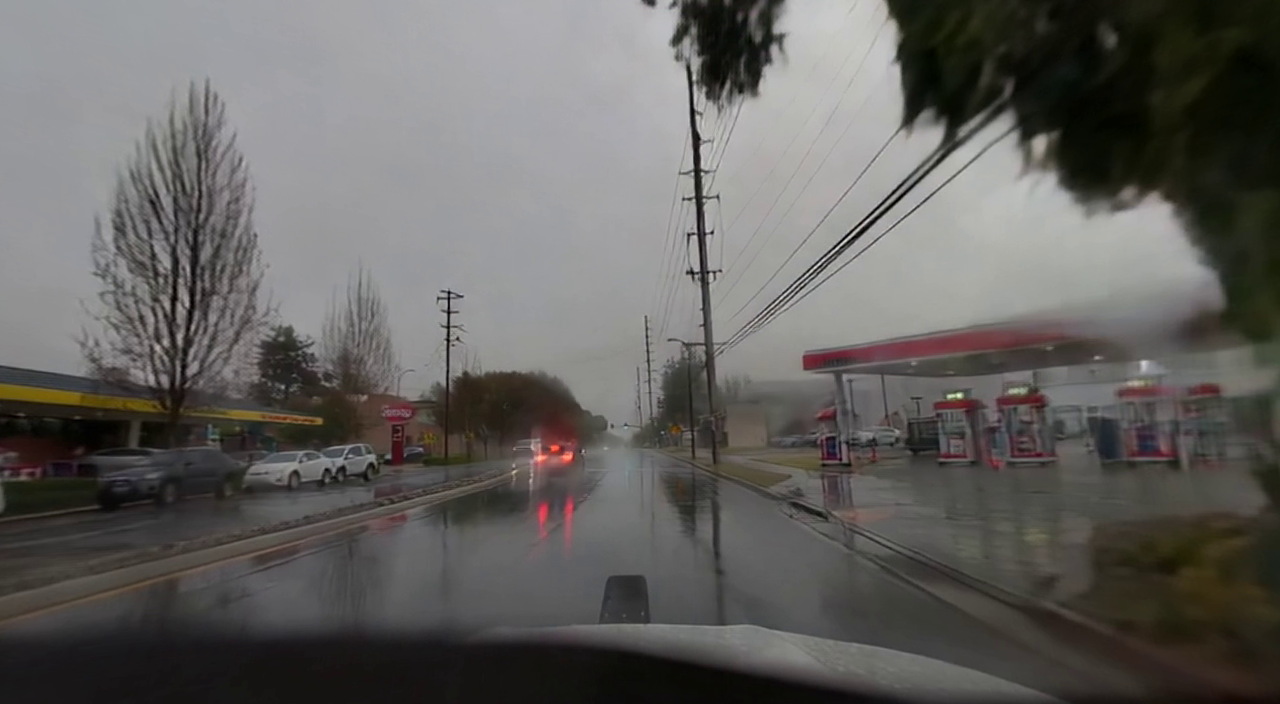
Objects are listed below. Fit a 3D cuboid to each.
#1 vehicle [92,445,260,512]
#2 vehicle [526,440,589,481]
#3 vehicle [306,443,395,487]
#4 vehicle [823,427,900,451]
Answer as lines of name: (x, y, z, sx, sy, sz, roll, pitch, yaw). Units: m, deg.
vehicle: (-16.155, 4.363, 22.396, 2.336, 2.092, 4.625, 0, -9, 1)
vehicle: (-3.248, 4.351, 25.542, 2.073, 1.525, 3.968, 0, -9, -1)
vehicle: (-15.323, 5.985, 33.750, 2.353, 2.144, 4.847, 0, -9, 1)
vehicle: (16.419, 6.487, 46.903, 4.943, 1.646, 2.072, 0, -9, -2)
